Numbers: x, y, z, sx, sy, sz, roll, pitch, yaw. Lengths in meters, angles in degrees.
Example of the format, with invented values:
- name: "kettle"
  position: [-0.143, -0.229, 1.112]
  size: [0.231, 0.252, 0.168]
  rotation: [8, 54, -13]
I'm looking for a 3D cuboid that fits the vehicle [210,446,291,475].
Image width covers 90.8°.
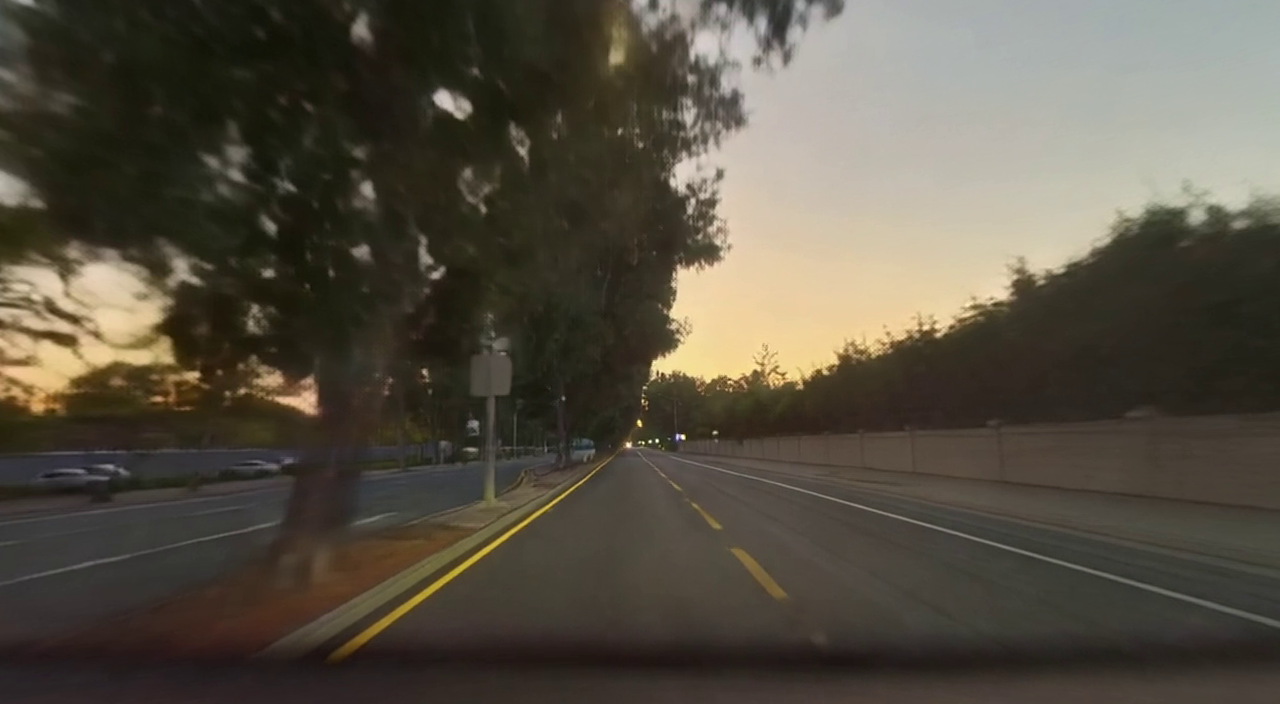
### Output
- name: "vehicle"
  position: [-26.901, 7.499, 43.717]
  size: [4.362, 1.733, 2.041]
  rotation: [-2, -6, 1]

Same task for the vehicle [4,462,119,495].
- name: "vehicle"
  position: [-27.437, 5.998, 30.023]
  size: [3.706, 1.426, 1.668]
  rotation: [0, -9, -2]

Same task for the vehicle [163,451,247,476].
- name: "vehicle"
  position: [-28.280, 7.290, 41.157]
  size: [3.938, 1.485, 2.055]
  rotation: [1, -10, 3]
